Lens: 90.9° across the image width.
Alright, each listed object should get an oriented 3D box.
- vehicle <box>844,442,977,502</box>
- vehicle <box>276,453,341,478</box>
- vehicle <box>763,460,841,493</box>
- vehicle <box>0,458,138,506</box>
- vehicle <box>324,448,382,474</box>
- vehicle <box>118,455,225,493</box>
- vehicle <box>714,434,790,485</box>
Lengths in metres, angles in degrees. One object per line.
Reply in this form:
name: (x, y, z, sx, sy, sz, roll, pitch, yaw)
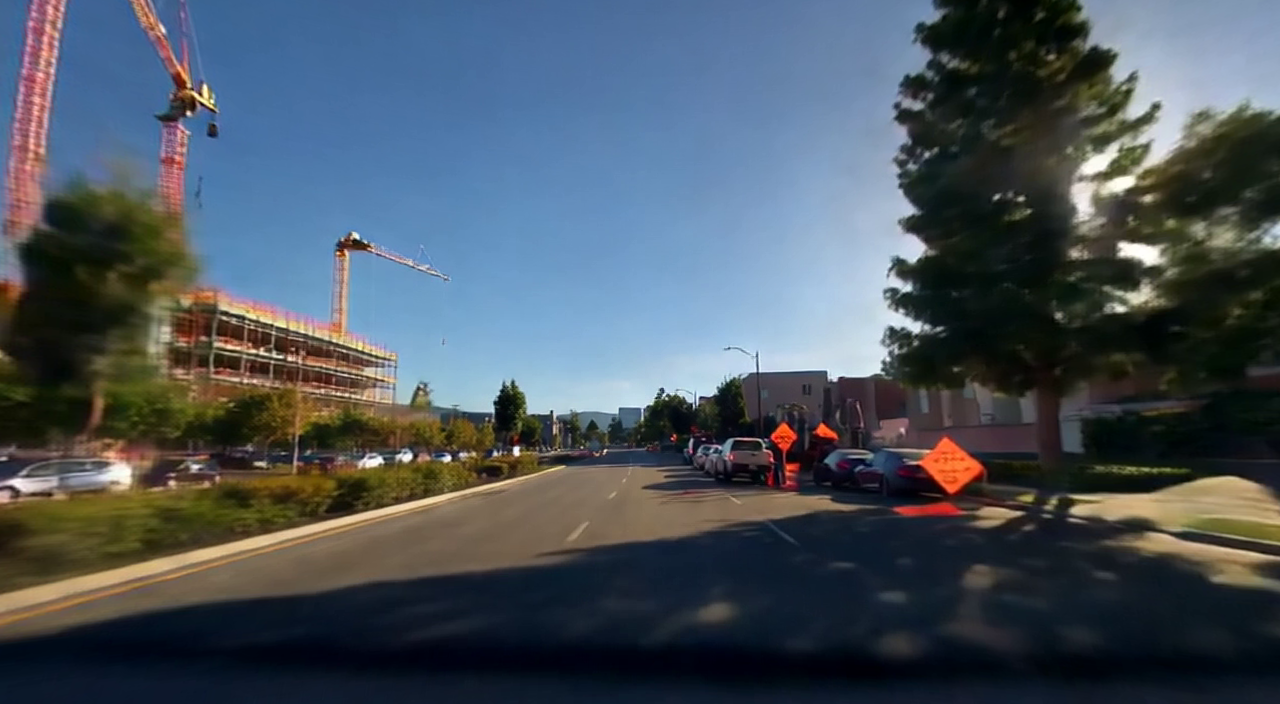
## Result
vehicle: (7.504, 3.342, 18.027, 1.933, 1.483, 4.330, 0, -8, 1)
vehicle: (-21.607, 7.401, 41.258, 1.811, 1.480, 4.425, 0, -8, 0)
vehicle: (5.057, 3.904, 19.919, 1.973, 0.903, 2.151, 0, -8, 3)
vehicle: (-21.520, 4.727, 23.335, 1.900, 1.490, 4.775, 0, -8, 0)
vehicle: (-21.594, 8.174, 47.668, 1.986, 1.805, 5.444, 0, -8, -2)
vehicle: (-21.732, 5.645, 29.448, 1.832, 1.583, 4.083, 0, -8, 0)
vehicle: (4.379, 4.277, 25.468, 2.050, 1.832, 4.794, 0, -8, -2)
